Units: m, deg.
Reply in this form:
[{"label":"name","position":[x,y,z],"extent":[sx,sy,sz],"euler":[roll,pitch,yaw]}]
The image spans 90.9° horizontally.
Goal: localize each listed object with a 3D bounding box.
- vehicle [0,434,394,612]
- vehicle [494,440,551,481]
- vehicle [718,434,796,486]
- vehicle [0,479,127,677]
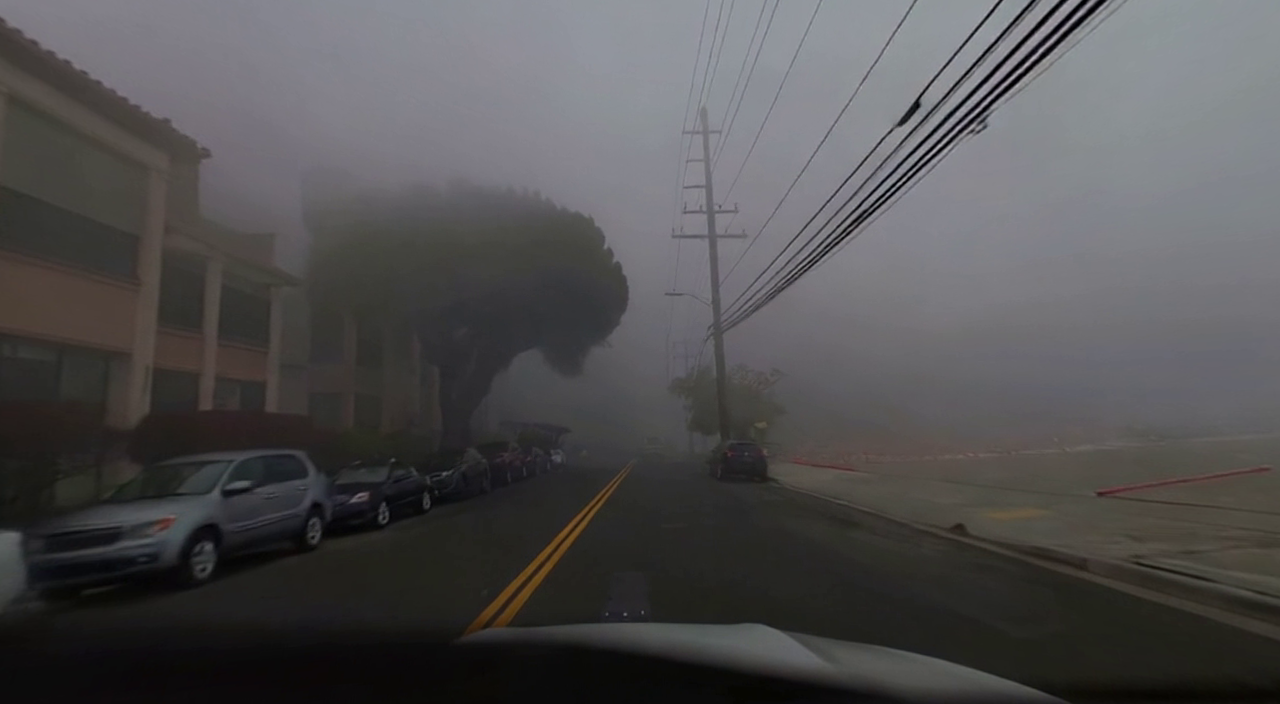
[{"label":"vehicle","position":[-5.846,2.174,9.224],"extent":[2.286,1.836,5.088],"euler":[-1,-8,2]},{"label":"vehicle","position":[-5.841,5.453,31.973],"extent":[2.126,1.864,4.831],"euler":[0,-8,-2]},{"label":"vehicle","position":[3.916,3.706,21.986],"extent":[1.948,1.607,4.873],"euler":[0,-8,2]},{"label":"vehicle","position":[-5.986,1.623,3.751],"extent":[1.982,1.453,4.577],"euler":[0,-8,1]}]
